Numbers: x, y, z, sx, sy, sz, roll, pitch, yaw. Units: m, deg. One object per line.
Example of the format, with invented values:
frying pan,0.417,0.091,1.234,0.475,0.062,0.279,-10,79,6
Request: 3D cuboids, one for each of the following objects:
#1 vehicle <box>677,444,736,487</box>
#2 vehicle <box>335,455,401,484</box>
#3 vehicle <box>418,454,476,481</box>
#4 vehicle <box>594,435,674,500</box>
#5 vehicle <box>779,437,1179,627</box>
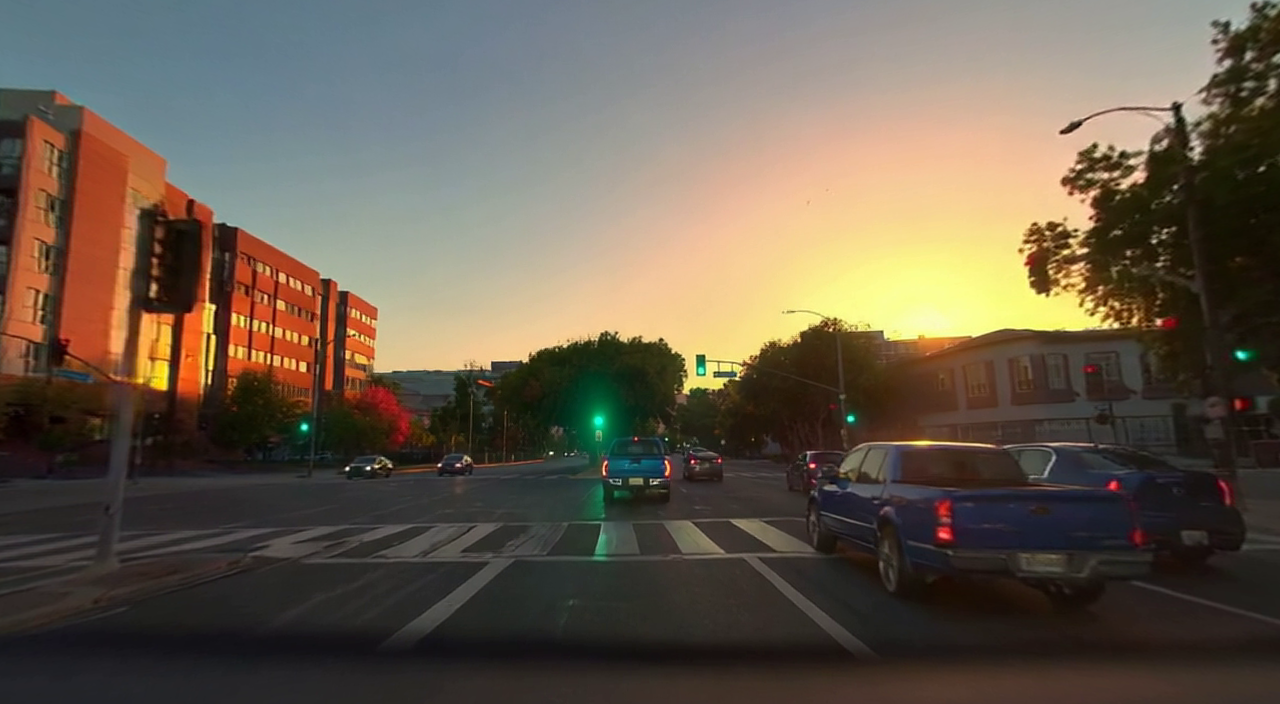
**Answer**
vehicle,2.897,5.049,28.464,2.013,1.742,4.424,0,-9,-2
vehicle,-15.717,6.789,36.806,1.915,1.491,4.347,0,-8,0
vehicle,-11.604,6.931,38.319,1.989,1.459,4.667,0,-8,0
vehicle,-0.213,3.732,20.825,2.344,1.883,4.572,0,-9,-1
vehicle,3.165,1.744,7.217,2.057,1.463,4.365,0,-8,-1
